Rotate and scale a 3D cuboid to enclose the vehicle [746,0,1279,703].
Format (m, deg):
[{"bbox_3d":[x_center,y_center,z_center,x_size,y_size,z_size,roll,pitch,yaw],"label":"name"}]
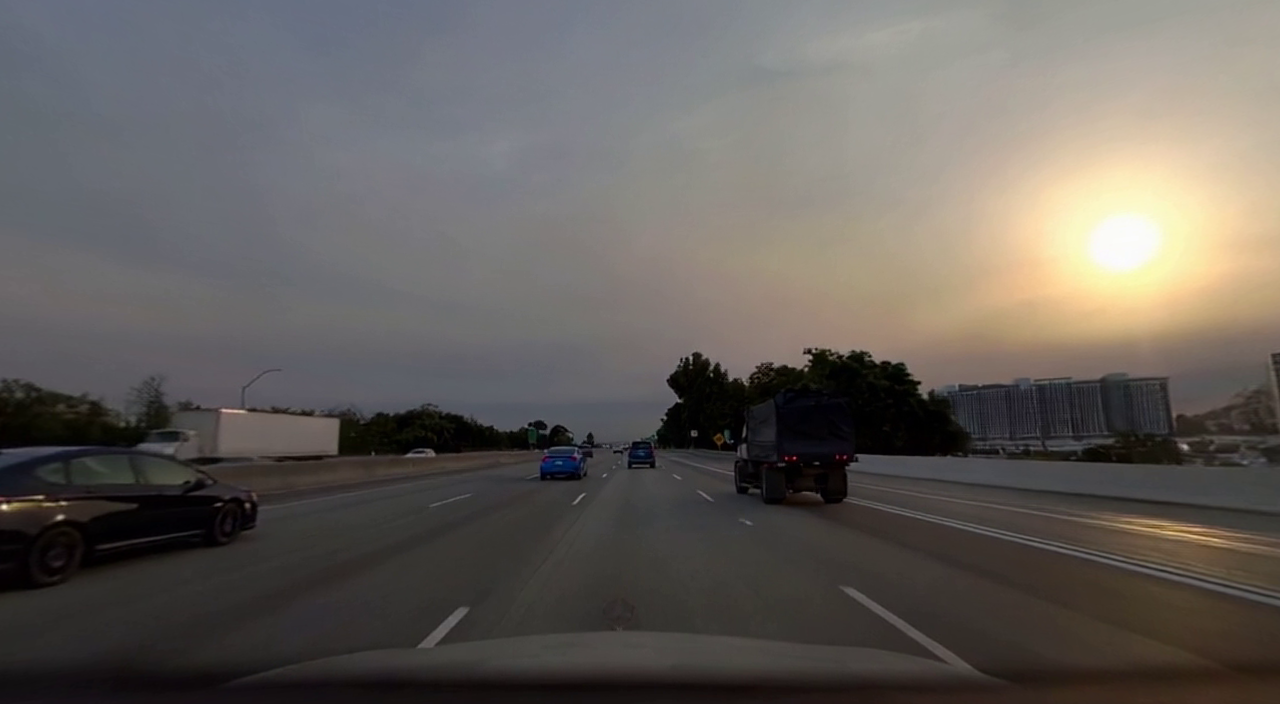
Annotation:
[{"bbox_3d":[3.793,0.232,6.506,2.876,4.086,15.117,0,-9,0],"label":"vehicle"}]

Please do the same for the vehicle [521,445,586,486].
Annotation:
[{"bbox_3d":[-3.197,4.282,24.176,1.864,1.406,4.544,0,-9,0],"label":"vehicle"}]

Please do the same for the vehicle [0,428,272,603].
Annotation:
[{"bbox_3d":[-6.448,1.632,6.945,2.053,1.464,4.600,0,-9,0],"label":"vehicle"}]

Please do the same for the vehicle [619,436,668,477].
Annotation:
[{"bbox_3d":[0.134,5.042,30.571,2.203,1.805,4.358,0,-9,-1],"label":"vehicle"}]
